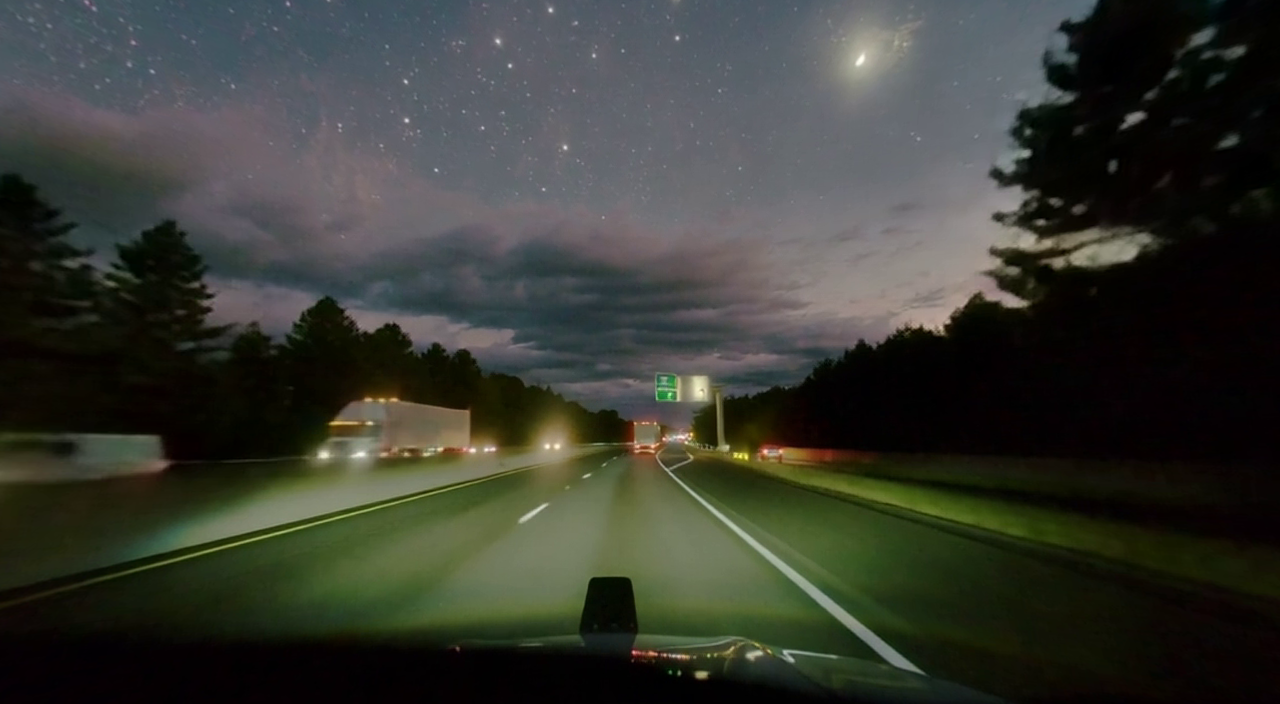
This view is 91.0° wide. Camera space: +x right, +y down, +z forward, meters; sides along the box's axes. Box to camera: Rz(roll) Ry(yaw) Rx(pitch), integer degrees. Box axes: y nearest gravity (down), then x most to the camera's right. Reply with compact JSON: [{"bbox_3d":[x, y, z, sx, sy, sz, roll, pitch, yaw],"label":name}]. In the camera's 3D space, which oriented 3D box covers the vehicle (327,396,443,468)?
[{"bbox_3d":[-15.341,5.016,39.033,2.921,3.864,9.988,-1,-8,0],"label":"vehicle"}]
